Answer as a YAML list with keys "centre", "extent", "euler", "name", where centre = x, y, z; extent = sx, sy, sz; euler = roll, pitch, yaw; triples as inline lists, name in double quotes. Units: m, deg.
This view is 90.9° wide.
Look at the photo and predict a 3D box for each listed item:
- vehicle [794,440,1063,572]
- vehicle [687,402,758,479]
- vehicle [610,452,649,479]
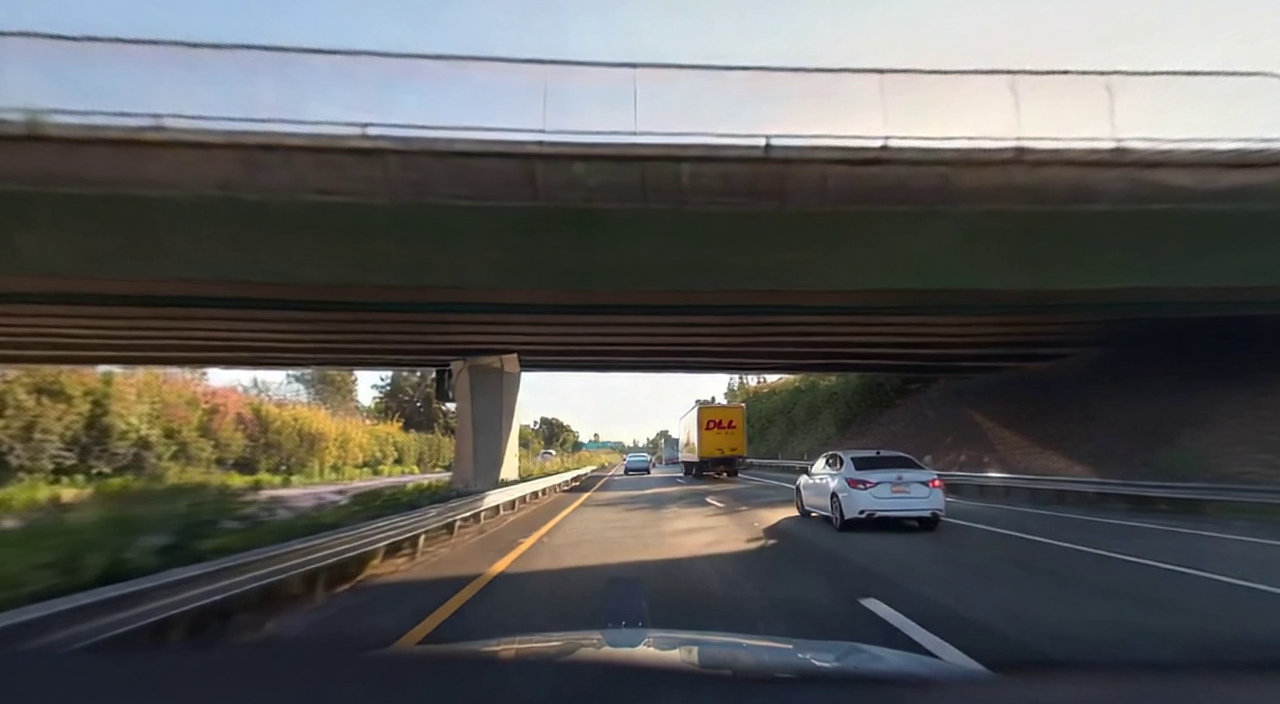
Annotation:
- centre: [3.783, 2.066, 9.248]
  extent: [1.894, 1.452, 4.164]
  euler: [0, -9, -1]
  name: "vehicle"
- centre: [4.632, 5.280, 37.208]
  extent: [2.838, 3.985, 8.010]
  euler: [0, -9, -1]
  name: "vehicle"
- centre: [-0.573, 6.438, 35.949]
  extent: [2.055, 1.445, 3.661]
  euler: [0, -9, 0]
  name: "vehicle"
